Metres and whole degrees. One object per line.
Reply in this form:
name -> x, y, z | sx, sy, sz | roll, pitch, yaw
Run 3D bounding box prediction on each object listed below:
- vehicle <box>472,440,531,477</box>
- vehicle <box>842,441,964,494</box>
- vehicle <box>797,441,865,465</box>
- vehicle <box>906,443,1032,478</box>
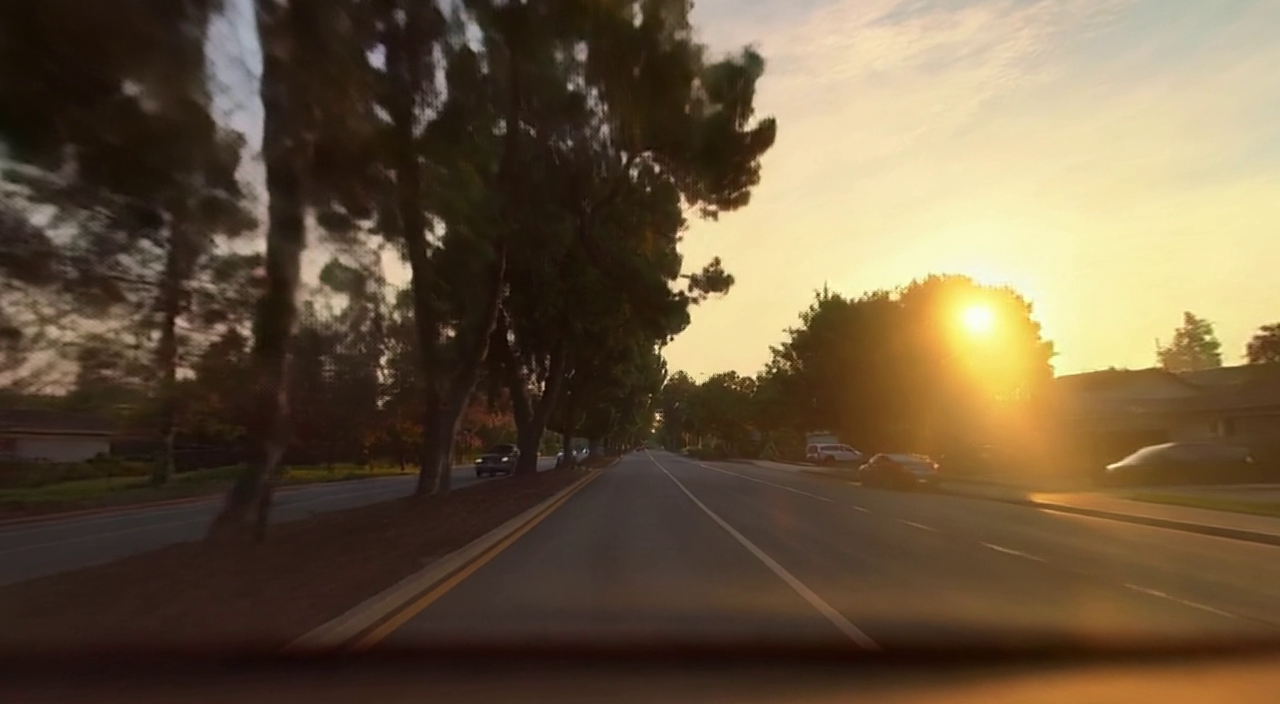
vehicle -> -7.420, 5.730, 34.163 | 2.019, 1.819, 4.897 | 0, -9, 1
vehicle -> 8.352, 3.693, 20.511 | 1.940, 1.516, 4.319 | 0, -9, -3
vehicle -> 14.144, 7.466, 46.704 | 4.386, 1.711, 1.929 | 0, -9, -1
vehicle -> 15.122, 4.994, 29.135 | 4.644, 1.542, 2.095 | 0, -9, 1
